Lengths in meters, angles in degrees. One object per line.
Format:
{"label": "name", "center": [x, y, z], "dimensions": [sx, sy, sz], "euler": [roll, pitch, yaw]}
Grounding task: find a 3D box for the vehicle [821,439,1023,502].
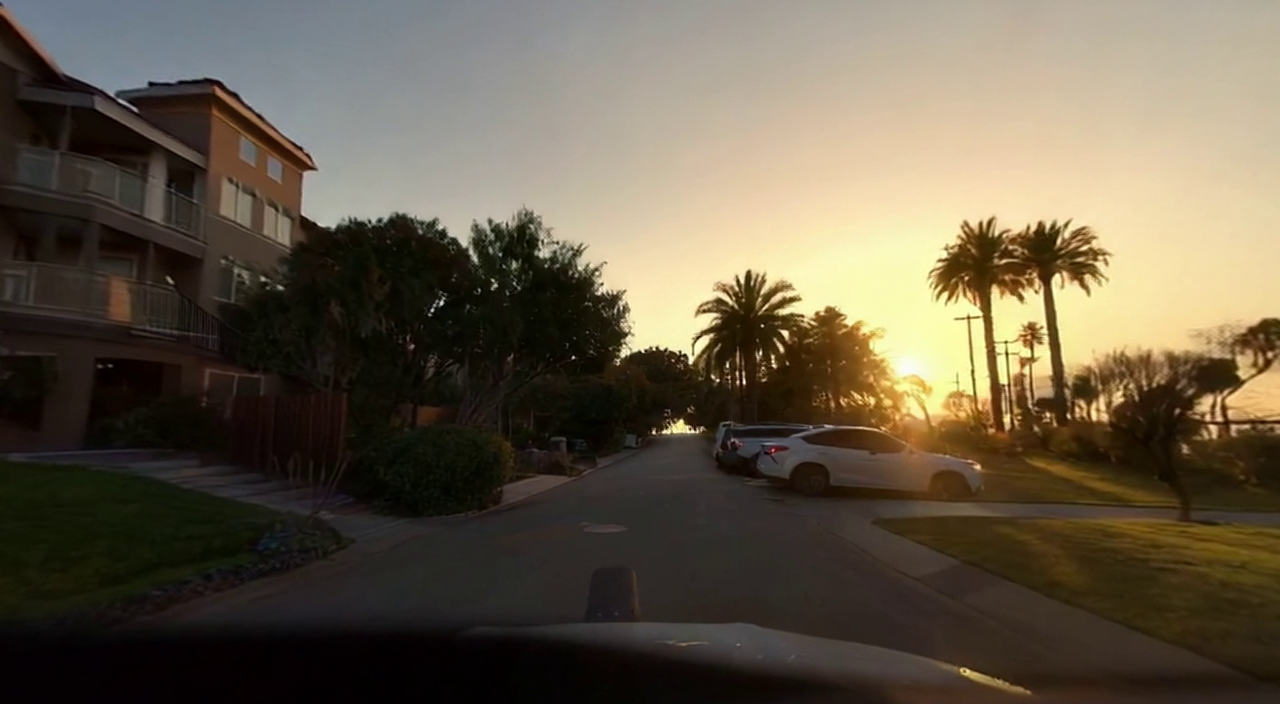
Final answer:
{"label": "vehicle", "center": [6.908, 2.949, 15.948], "dimensions": [4.195, 1.446, 1.979], "euler": [-1, -9, 7]}
